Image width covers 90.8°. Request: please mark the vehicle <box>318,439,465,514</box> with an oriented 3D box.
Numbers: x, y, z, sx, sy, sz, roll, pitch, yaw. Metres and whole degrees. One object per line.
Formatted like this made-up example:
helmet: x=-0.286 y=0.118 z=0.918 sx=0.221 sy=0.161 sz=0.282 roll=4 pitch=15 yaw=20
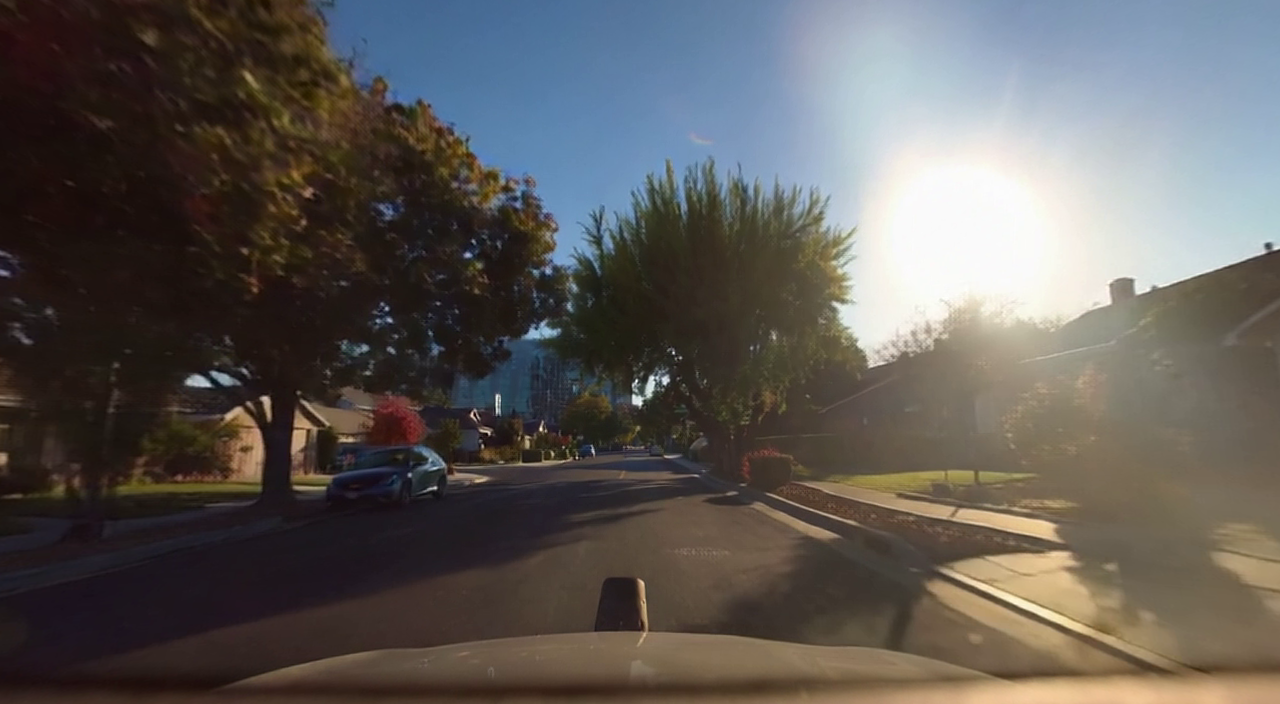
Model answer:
vehicle: x=-6.563 y=3.349 z=17.491 sx=2.078 sy=1.745 sz=5.119 roll=0 pitch=-9 yaw=-1
